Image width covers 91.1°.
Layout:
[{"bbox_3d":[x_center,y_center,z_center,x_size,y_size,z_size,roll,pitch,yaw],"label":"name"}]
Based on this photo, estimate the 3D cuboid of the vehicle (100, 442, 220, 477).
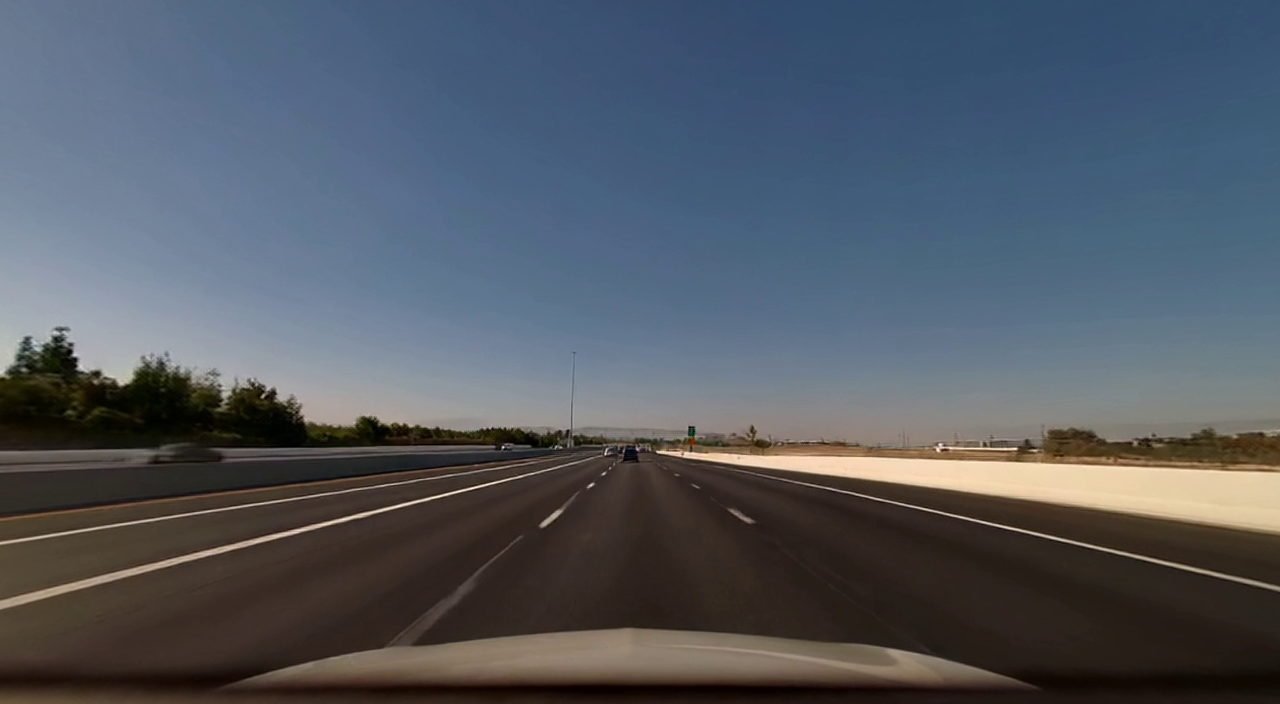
[{"bbox_3d":[-24.943,5.576,32.941,2.103,1.669,5.235,0,-9,1],"label":"vehicle"}]
